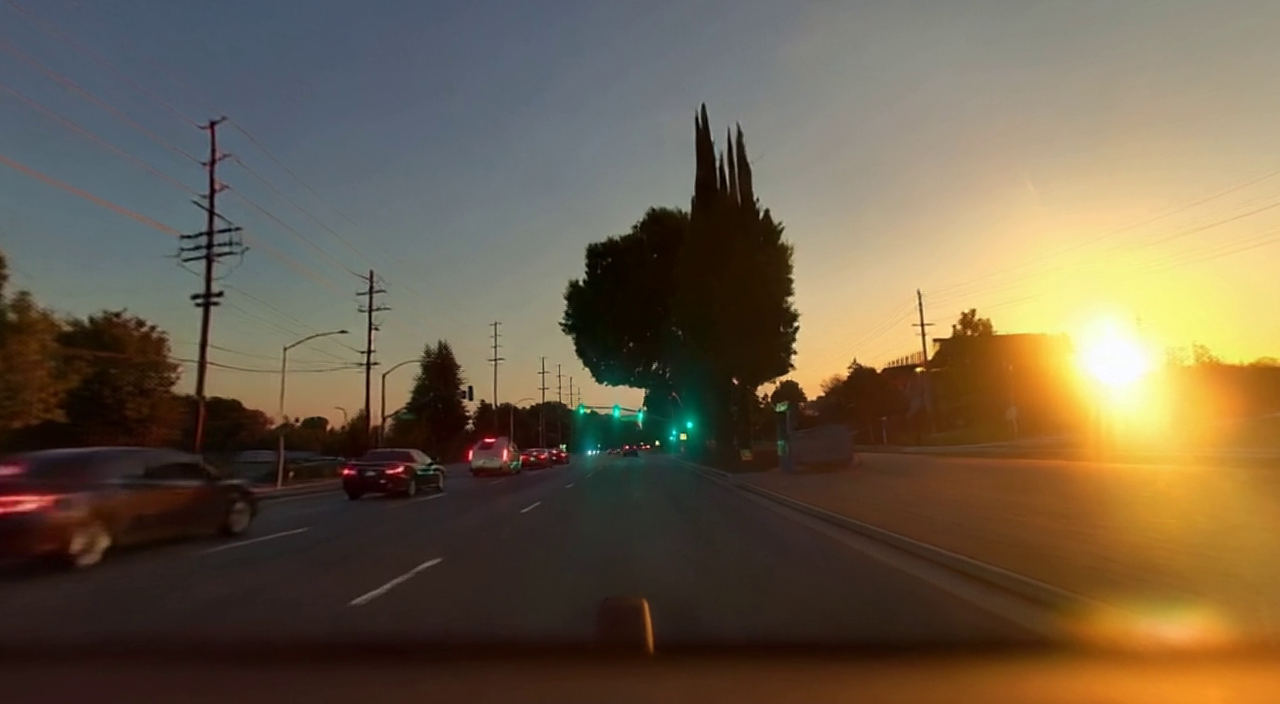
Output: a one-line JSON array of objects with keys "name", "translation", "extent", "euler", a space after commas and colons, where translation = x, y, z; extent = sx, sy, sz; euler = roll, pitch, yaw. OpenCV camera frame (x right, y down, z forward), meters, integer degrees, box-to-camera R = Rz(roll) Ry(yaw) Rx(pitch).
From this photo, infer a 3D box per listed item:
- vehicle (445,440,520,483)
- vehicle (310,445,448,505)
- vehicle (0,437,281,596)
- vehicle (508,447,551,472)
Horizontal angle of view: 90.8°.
[{"name": "vehicle", "translation": [-7.041, 4.934, 28.858], "extent": [2.101, 1.768, 5.040], "euler": [0, -9, 0]}, {"name": "vehicle", "translation": [-7.084, 3.363, 17.761], "extent": [2.008, 1.456, 4.409], "euler": [0, -9, 0]}, {"name": "vehicle", "translation": [-7.027, 1.866, 8.047], "extent": [2.030, 1.482, 4.818], "euler": [0, -9, 1]}, {"name": "vehicle", "translation": [-7.025, 6.848, 40.467], "extent": [1.854, 1.481, 4.518], "euler": [0, -9, 1]}]
